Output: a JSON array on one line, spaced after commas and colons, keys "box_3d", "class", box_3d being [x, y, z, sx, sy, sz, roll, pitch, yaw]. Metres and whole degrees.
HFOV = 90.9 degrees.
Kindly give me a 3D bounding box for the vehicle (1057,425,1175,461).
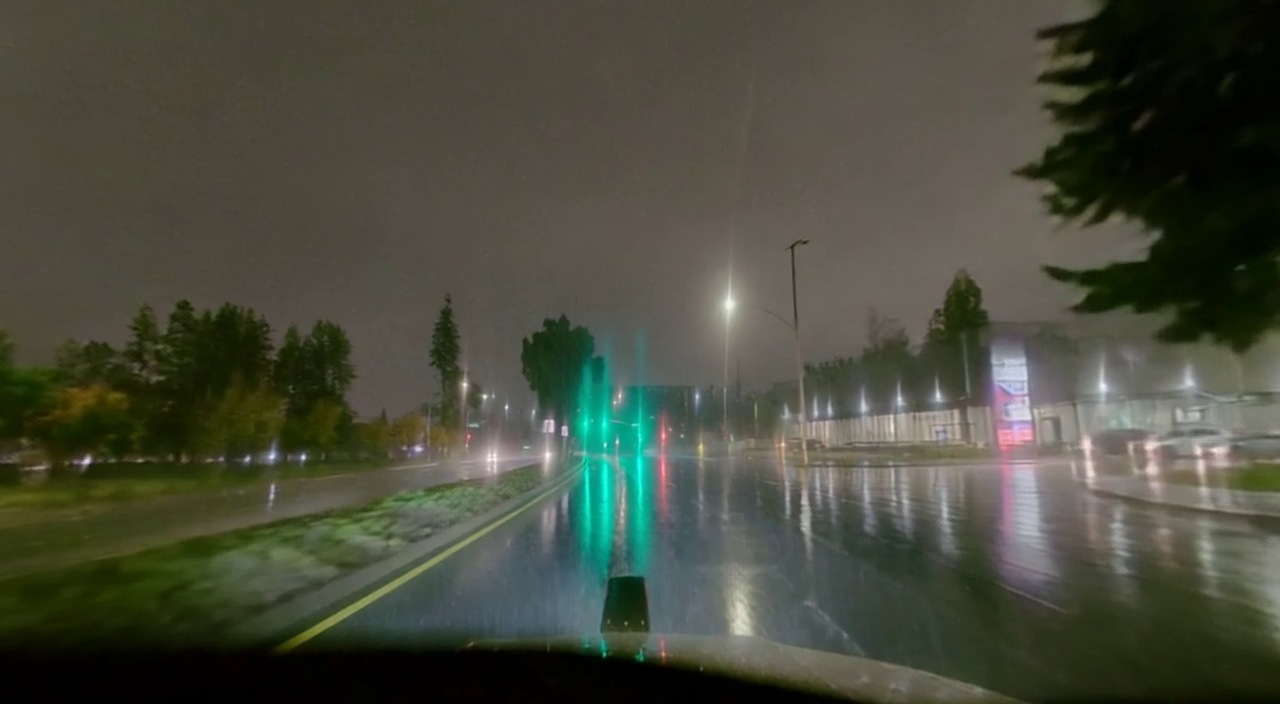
[{"box_3d": [26.234, 5.030, 34.852, 4.950, 1.924, 2.146, 1, -8, -7], "class": "vehicle"}]
